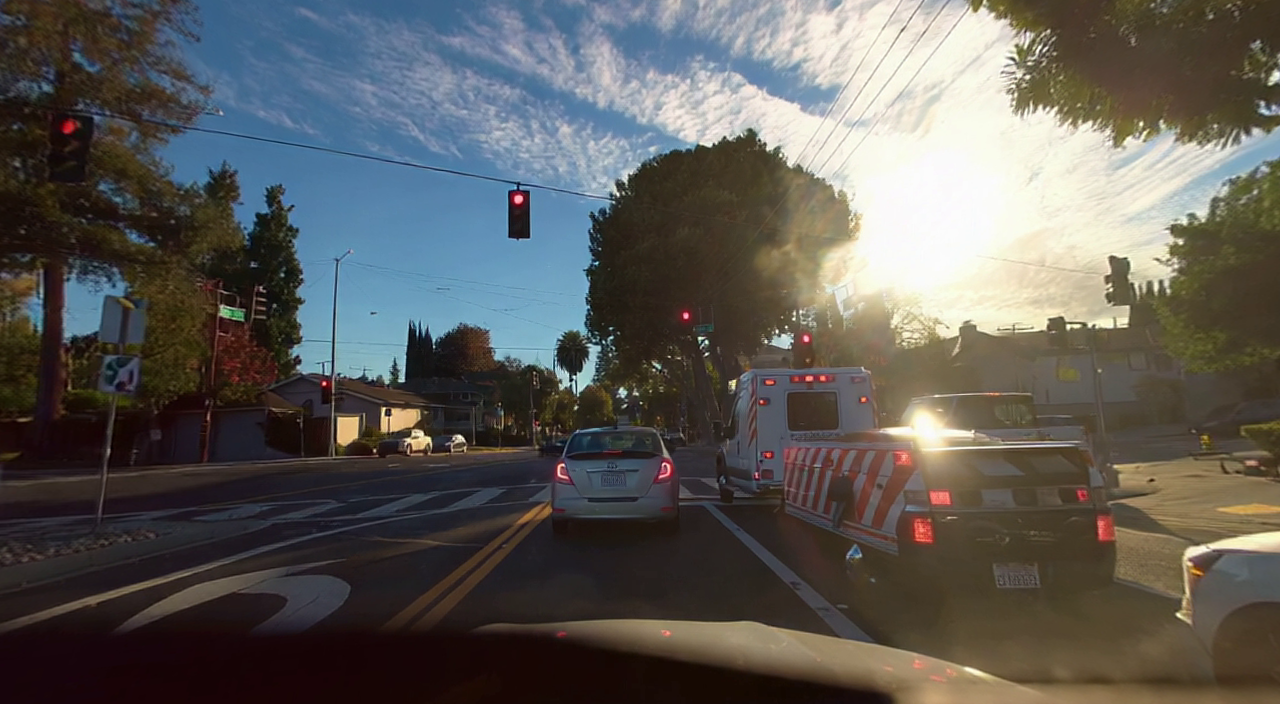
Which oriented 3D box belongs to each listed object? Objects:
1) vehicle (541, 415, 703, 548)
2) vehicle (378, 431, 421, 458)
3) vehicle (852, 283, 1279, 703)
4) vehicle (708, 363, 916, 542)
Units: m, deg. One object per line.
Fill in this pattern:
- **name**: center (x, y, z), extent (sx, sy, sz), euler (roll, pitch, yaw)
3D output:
- **vehicle**: center (-0.278, 1.971, 10.197), extent (2.114, 1.707, 3.725), euler (0, -8, -1)
- **vehicle**: center (-17.735, 6.879, 46.870), extent (2.246, 1.880, 4.454), euler (1, -8, -12)
- **vehicle**: center (2.852, 0.892, 2.839), extent (2.194, 1.820, 4.652), euler (0, -8, 1)
- **vehicle**: center (2.893, 1.901, 12.385), extent (2.406, 2.687, 5.521), euler (0, -8, -1)
